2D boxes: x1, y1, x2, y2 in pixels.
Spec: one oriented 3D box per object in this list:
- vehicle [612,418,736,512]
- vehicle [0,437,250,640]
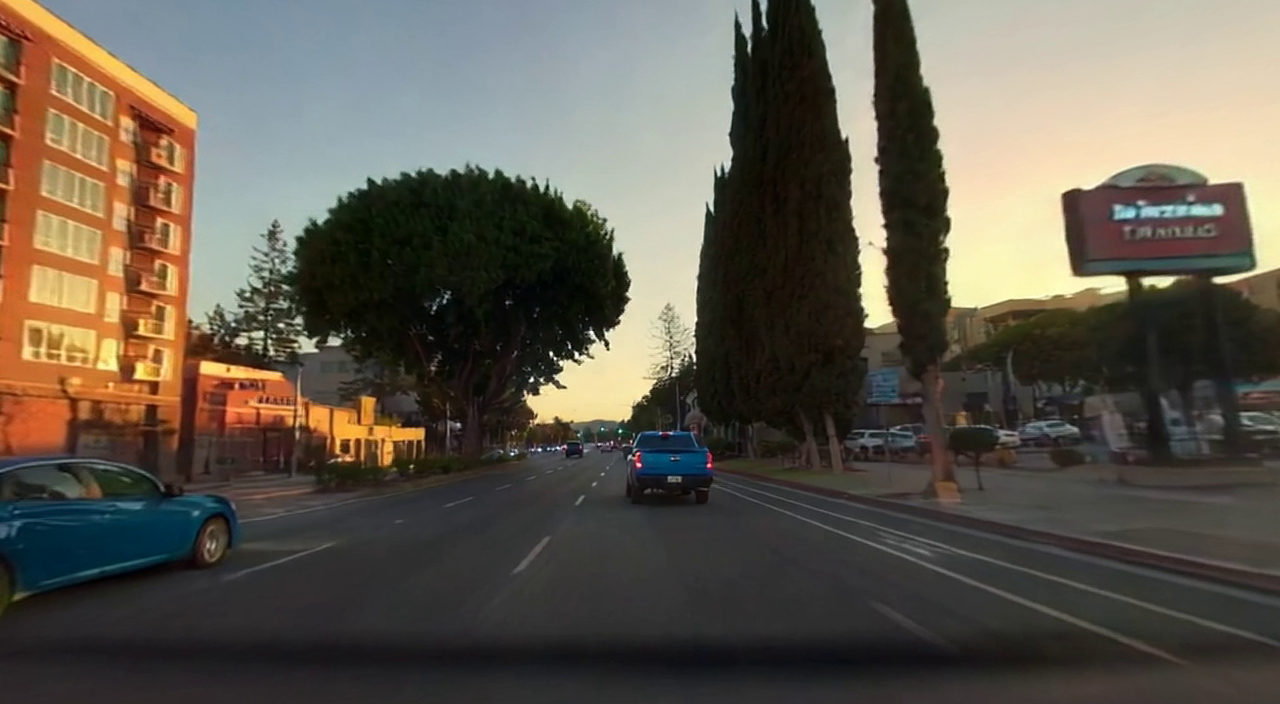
[{"bbox_3d":[0.589,2.788,16.125,2.590,1.932,5.776,0,-8,-2],"label":"vehicle"},{"bbox_3d":[-5.473,1.407,5.035,1.888,1.424,4.553,0,-8,-1],"label":"vehicle"}]
